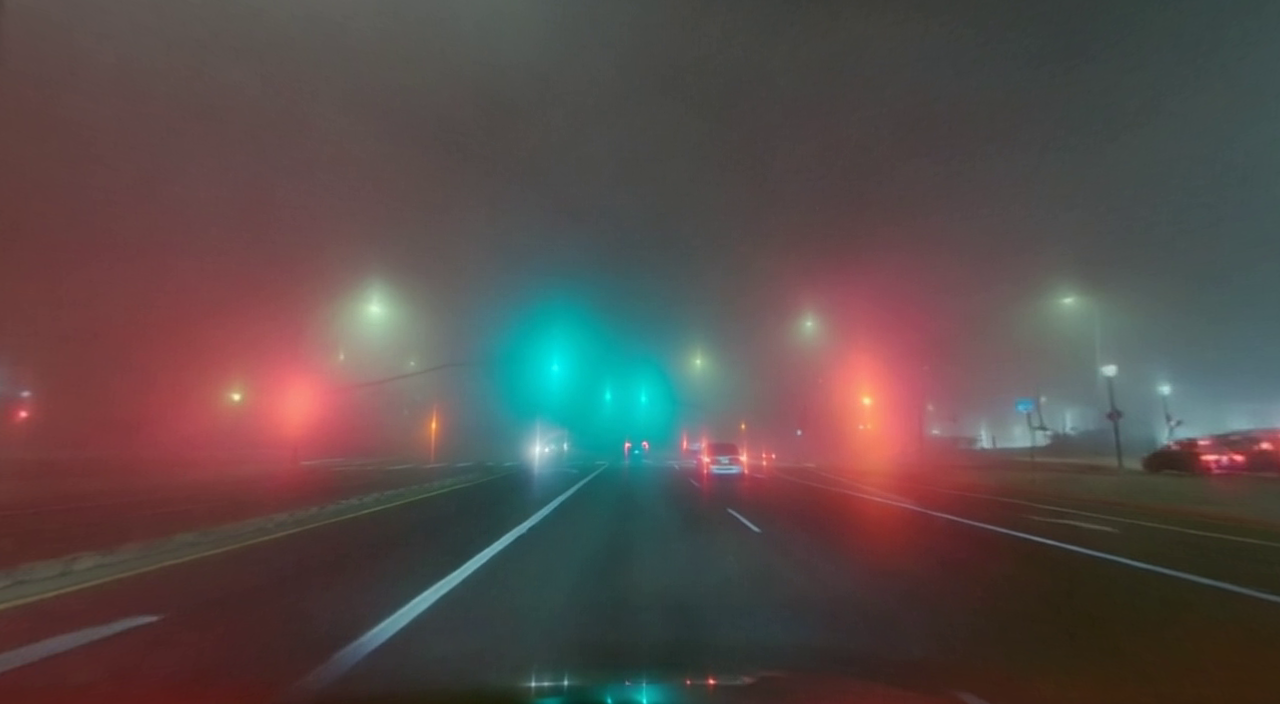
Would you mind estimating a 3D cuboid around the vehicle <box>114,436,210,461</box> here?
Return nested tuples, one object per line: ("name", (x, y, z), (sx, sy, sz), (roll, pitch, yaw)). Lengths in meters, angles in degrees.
("vehicle", (-30.001, 6.091, 39.698), (4.469, 1.501, 1.990), (-1, -9, 4))

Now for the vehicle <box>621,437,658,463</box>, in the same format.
("vehicle", (-0.030, 6.046, 39.030), (2.143, 1.480, 4.006), (0, -8, 0))

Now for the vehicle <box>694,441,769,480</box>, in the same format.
("vehicle", (3.328, 4.047, 23.909), (2.080, 1.321, 4.382), (0, -8, -2))

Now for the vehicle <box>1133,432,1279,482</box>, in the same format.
("vehicle", (23.732, 4.149, 25.004), (6.313, 1.772, 2.263), (-10, -10, 43))
